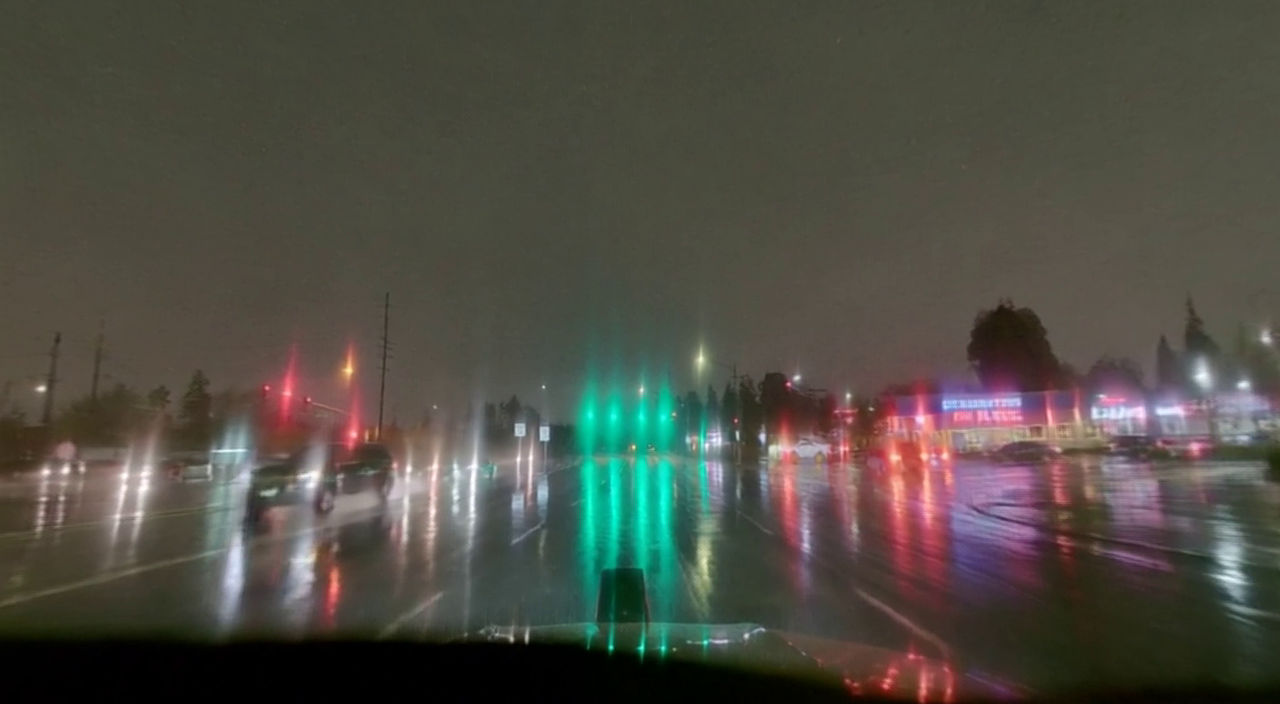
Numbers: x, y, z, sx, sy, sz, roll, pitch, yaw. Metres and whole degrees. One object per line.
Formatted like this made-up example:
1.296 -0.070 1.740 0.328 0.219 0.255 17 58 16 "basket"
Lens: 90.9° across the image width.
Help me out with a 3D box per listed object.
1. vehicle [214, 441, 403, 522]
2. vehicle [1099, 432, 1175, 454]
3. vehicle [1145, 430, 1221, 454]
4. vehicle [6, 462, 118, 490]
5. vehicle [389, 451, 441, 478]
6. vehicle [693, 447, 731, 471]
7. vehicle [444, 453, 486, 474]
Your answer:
-7.857 3.073 15.682 2.231 1.650 5.052 0 -9 -4 "vehicle"
33.784 6.230 42.992 1.753 1.399 4.538 -1 -9 5 "vehicle"
36.180 6.034 42.108 1.815 1.461 3.911 -1 -9 5 "vehicle"
-34.058 7.289 37.223 4.520 1.524 2.075 0 -9 1 "vehicle"
-16.744 8.340 47.189 2.072 1.862 4.948 0 -9 0 "vehicle"
4.614 6.928 41.133 1.913 1.463 4.198 0 -9 -1 "vehicle"
-13.257 8.494 48.103 1.847 1.424 4.521 0 -9 1 "vehicle"
